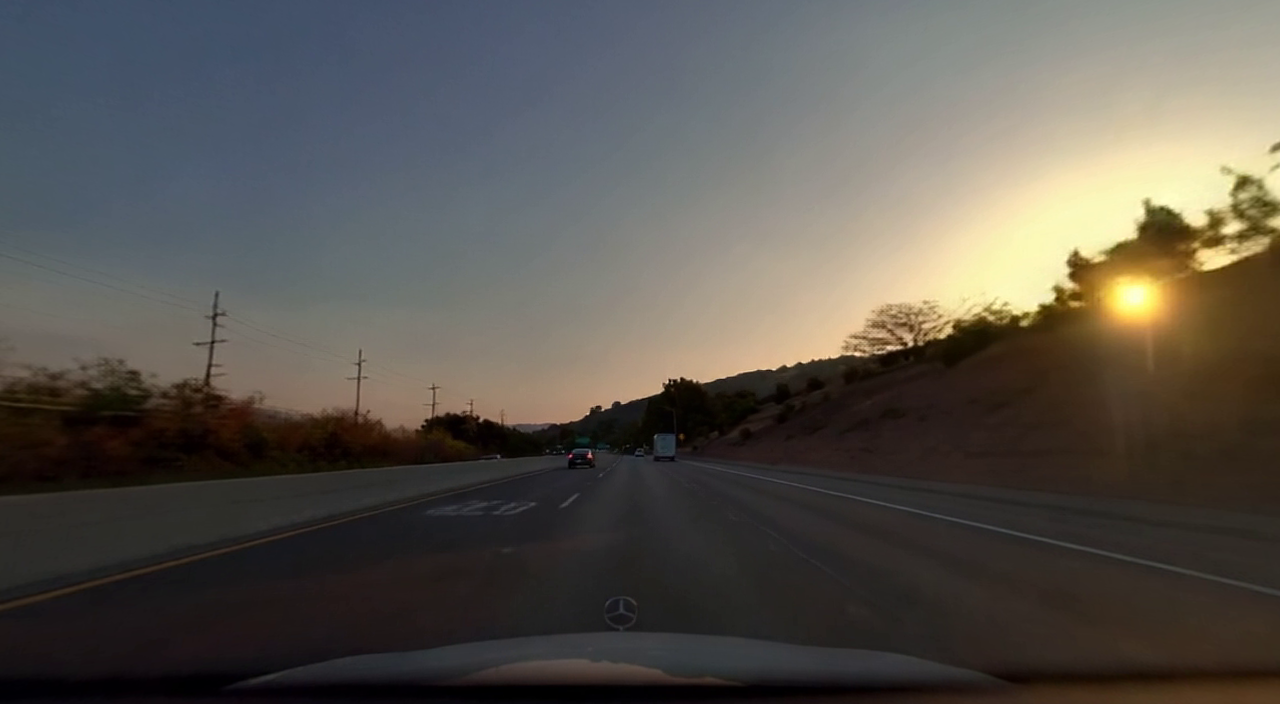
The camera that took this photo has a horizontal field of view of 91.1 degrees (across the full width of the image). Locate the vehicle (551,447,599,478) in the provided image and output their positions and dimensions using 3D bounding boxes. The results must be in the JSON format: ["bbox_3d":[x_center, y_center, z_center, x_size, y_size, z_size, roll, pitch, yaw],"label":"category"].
[{"bbox_3d":[-3.326,5.734,32.870,2.100,1.525,4.179,0,-9,0],"label":"vehicle"}]
